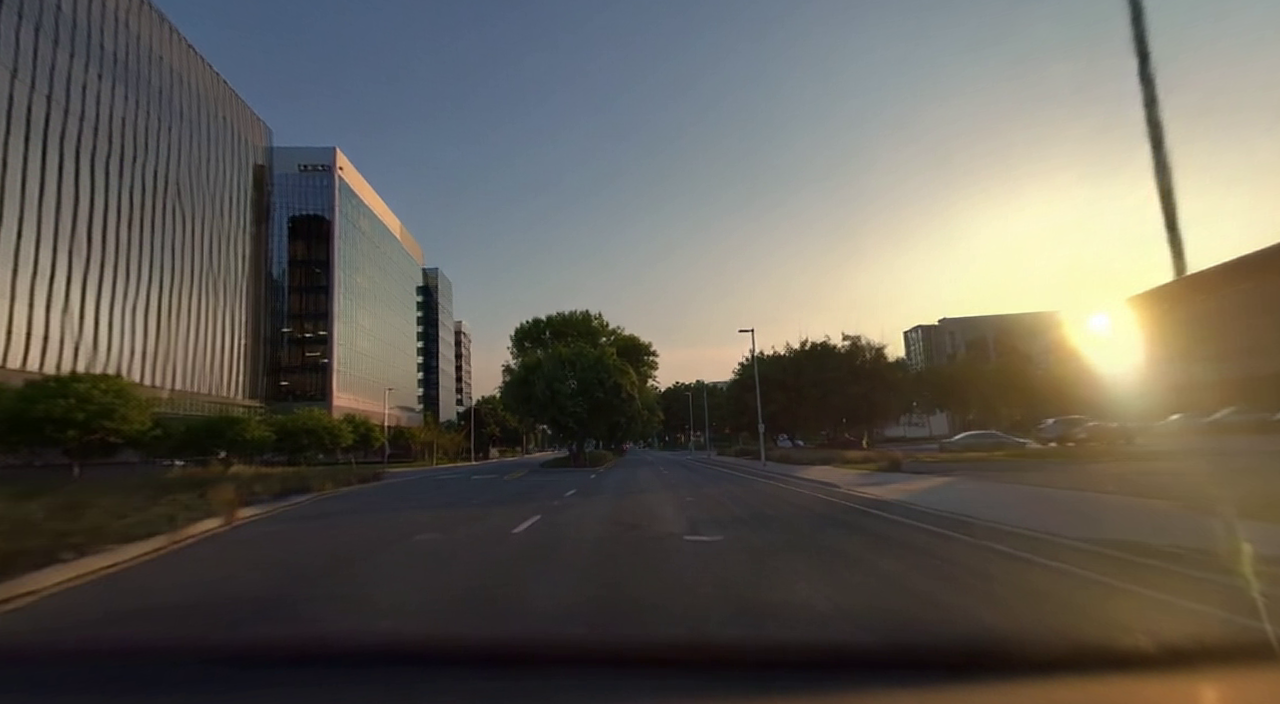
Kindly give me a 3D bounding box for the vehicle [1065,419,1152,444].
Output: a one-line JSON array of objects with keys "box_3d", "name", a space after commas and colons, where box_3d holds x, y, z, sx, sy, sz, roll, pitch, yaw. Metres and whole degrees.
[{"box_3d": [32.685, 5.577, 44.146, 4.531, 1.672, 1.895, 0, -8, 0], "name": "vehicle"}]
